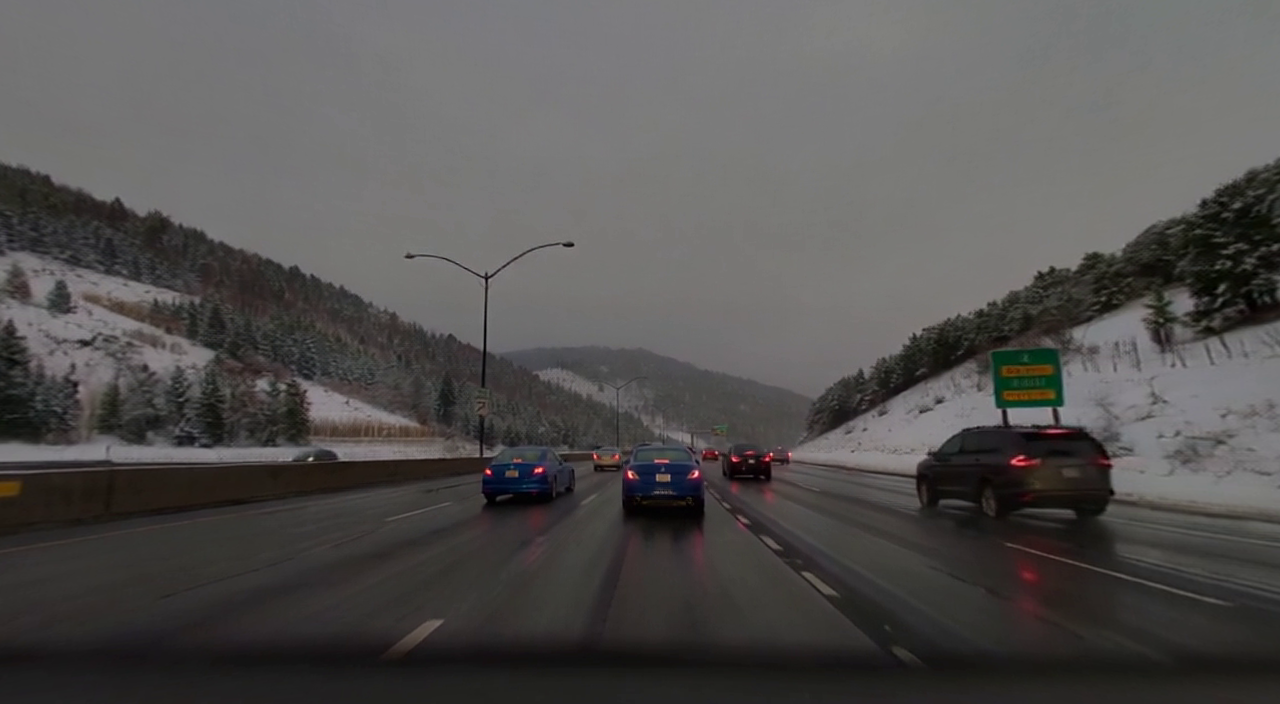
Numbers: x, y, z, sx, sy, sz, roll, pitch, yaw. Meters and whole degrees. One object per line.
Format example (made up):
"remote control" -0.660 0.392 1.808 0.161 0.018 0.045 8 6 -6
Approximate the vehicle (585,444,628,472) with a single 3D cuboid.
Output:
"vehicle" -1.926 6.281 37.656 2.034 1.572 4.444 -1 -8 4

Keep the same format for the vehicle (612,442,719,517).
"vehicle" 0.546 2.755 14.183 2.072 1.431 3.904 -1 -8 2

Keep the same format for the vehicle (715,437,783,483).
"vehicle" 4.392 4.425 26.159 2.083 1.693 4.740 0 -8 2

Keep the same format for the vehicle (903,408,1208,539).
"vehicle" 6.901 2.078 11.397 2.210 1.831 4.843 0 -8 1

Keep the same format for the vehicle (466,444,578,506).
"vehicle" -2.993 3.225 17.057 2.017 1.446 4.384 -1 -8 3
